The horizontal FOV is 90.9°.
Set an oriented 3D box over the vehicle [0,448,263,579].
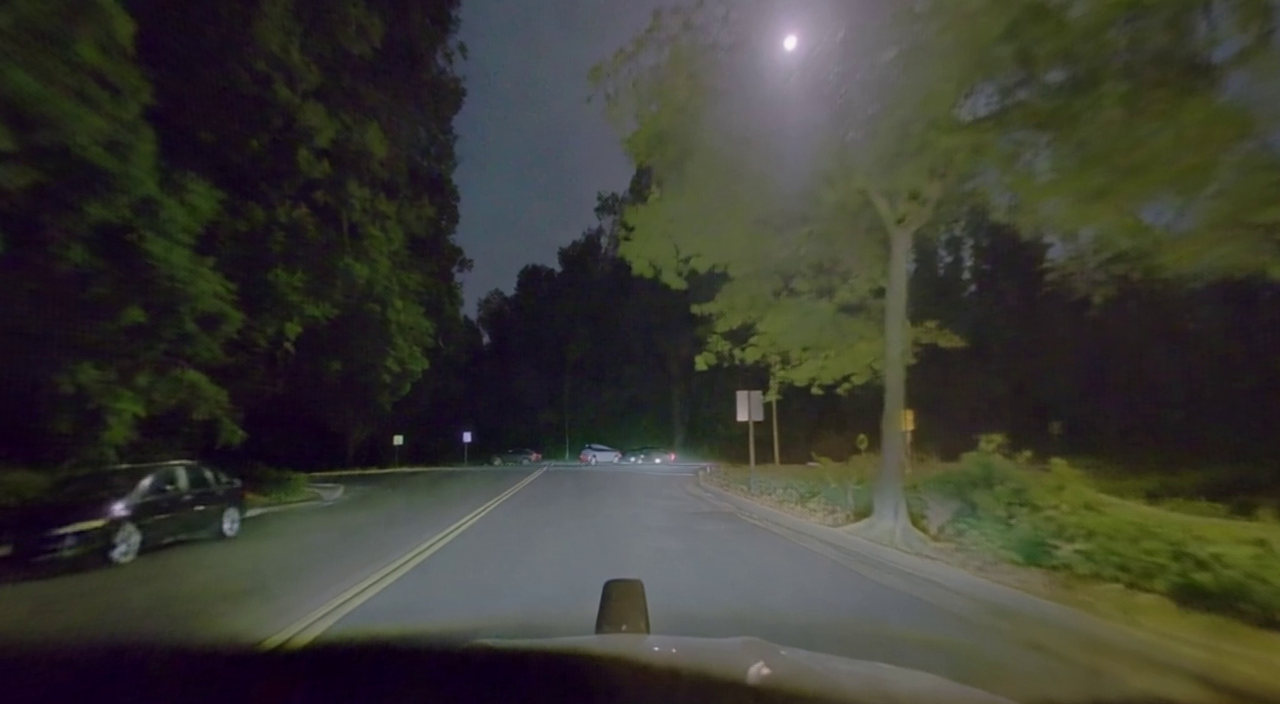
[{"bbox_3d":[-8.242,2.393,10.236,1.934,1.646,4.273,1,-9,-6],"label":"vehicle"}]
